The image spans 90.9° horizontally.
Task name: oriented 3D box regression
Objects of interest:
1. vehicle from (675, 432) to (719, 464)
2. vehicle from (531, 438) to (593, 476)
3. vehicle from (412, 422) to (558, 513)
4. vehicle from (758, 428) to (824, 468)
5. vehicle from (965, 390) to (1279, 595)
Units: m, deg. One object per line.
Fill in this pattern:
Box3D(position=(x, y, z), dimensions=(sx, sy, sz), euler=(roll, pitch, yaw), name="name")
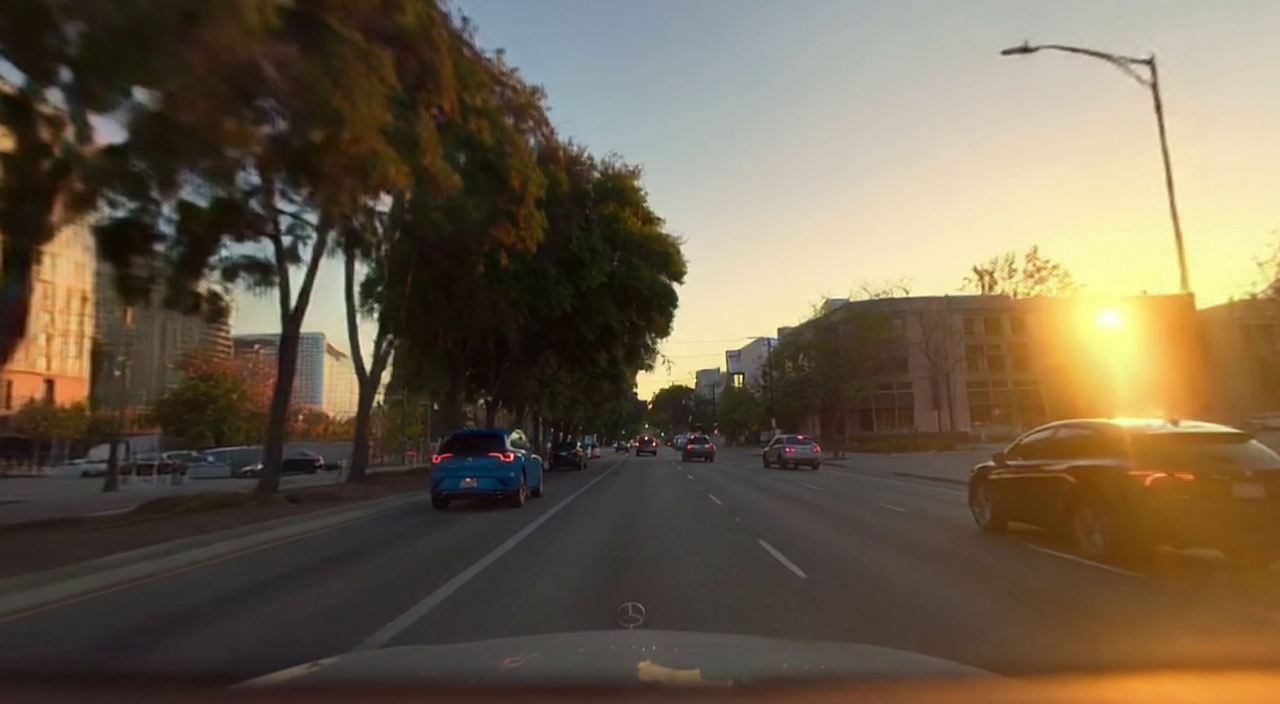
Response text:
Box3D(position=(3.414, 5.918, 38.840), dimensions=(2.178, 1.804, 4.766), euler=(0, -8, -1), name="vehicle")
Box3D(position=(-3.300, 4.542, 27.499), dimensions=(2.036, 1.465, 4.301), euler=(-1, -8, 1), name="vehicle")
Box3D(position=(-3.238, 2.523, 14.247), dimensions=(2.141, 1.719, 4.379), euler=(0, -8, 1), name="vehicle")
Box3D(position=(7.291, 4.705, 30.868), dimensions=(2.076, 1.793, 4.464), euler=(0, -8, 0), name="vehicle")
Box3D(position=(6.010, 1.472, 7.455), dimensions=(2.088, 1.666, 4.512), euler=(-1, -8, 3), name="vehicle")
